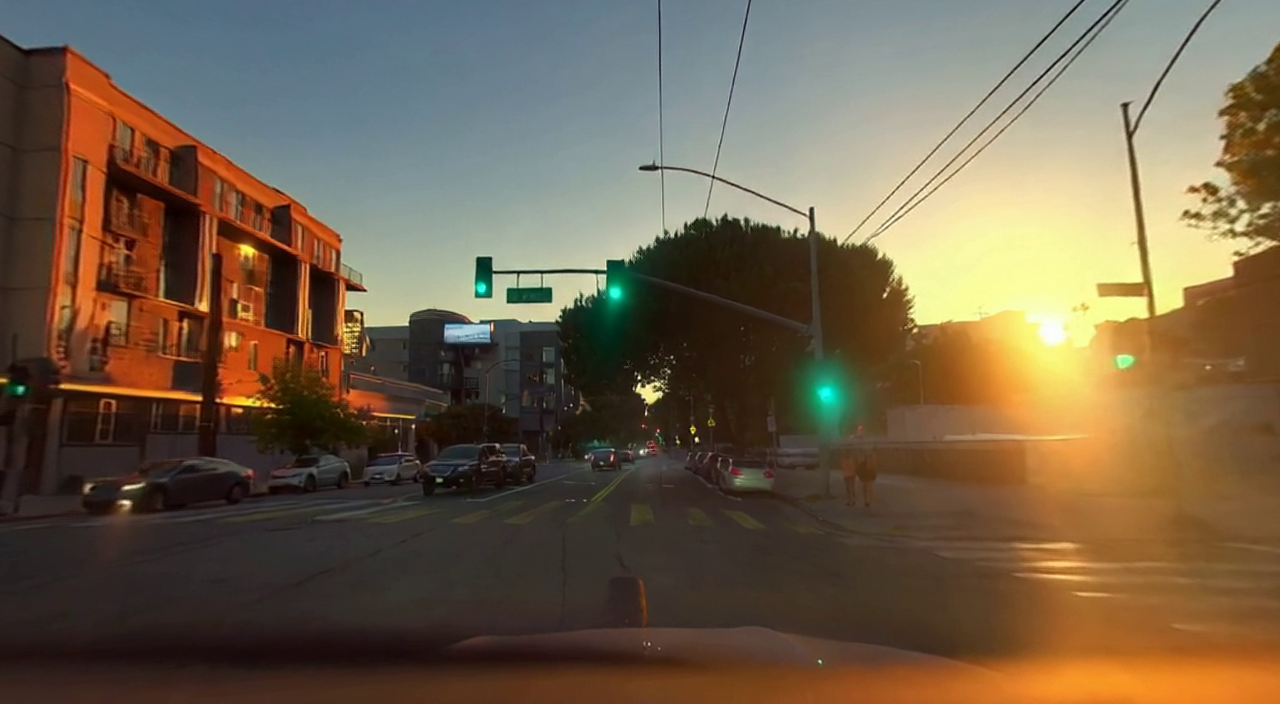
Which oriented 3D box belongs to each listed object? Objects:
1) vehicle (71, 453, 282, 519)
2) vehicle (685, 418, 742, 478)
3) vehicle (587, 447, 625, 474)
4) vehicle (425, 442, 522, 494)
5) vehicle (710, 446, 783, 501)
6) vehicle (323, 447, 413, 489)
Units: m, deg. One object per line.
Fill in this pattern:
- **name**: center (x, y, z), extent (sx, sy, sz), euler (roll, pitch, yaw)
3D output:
- **vehicle**: center (-12.247, 3.520, 17.156), extent (1.934, 1.434, 4.636), euler (-1, -8, 6)
- **vehicle**: center (4.613, 6.232, 41.124), extent (2.989, 3.455, 7.975), euler (0, -8, 2)
- **vehicle**: center (-1.986, 6.464, 37.779), extent (1.973, 1.496, 3.713), euler (0, -8, 1)
- **vehicle**: center (-5.436, 3.808, 21.158), extent (1.942, 1.559, 4.298), euler (0, -8, 2)
- **vehicle**: center (3.775, 4.358, 23.050), extent (1.924, 1.765, 3.954), euler (0, -8, -1)
- **vehicle**: center (-11.560, 4.926, 27.106), extent (1.933, 1.628, 3.973), euler (0, -8, 2)
